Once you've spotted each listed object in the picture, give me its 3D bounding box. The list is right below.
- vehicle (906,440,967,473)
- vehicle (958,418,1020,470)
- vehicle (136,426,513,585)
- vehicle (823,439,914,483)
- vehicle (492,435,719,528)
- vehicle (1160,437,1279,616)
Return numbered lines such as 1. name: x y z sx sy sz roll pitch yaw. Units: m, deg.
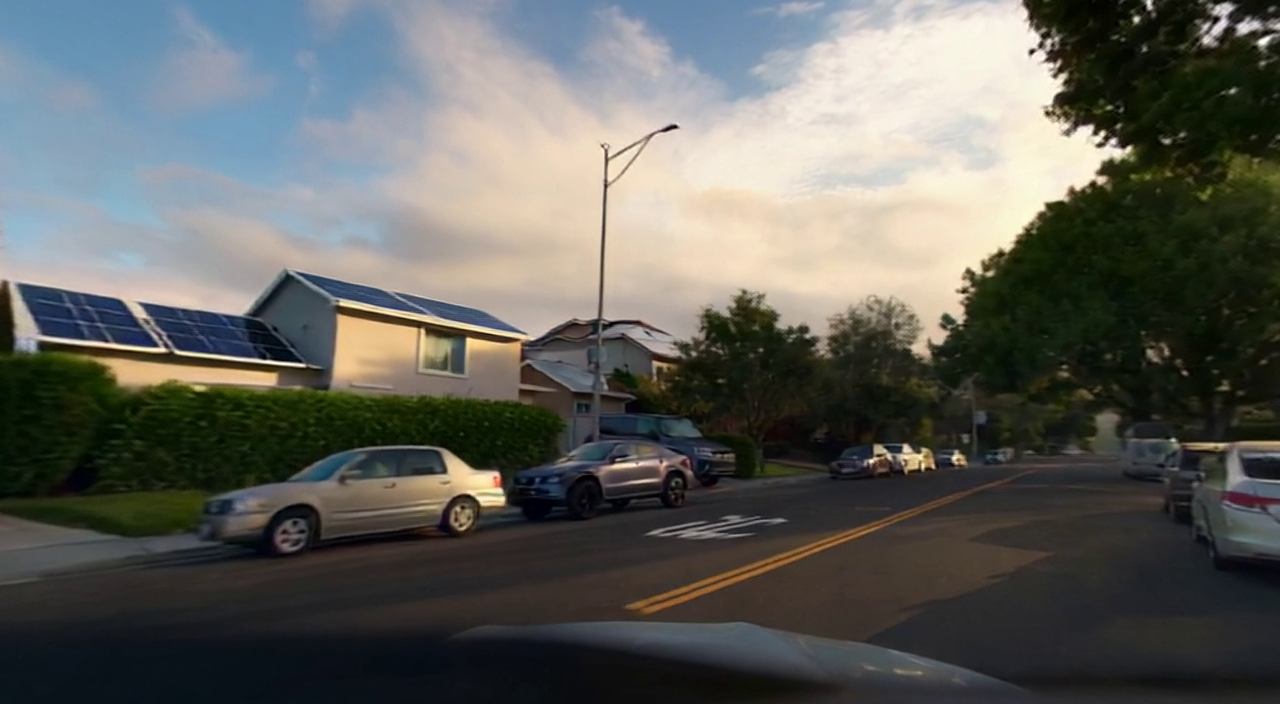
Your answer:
1. vehicle: 15.786 5.582 33.376 1.818 1.563 4.483 -8 -14 37
2. vehicle: 27.184 7.042 48.789 2.896 3.648 8.004 -6 -9 36
3. vehicle: -3.729 1.802 8.092 1.805 1.488 3.838 -7 -12 37
4. vehicle: 9.017 4.221 24.599 1.901 1.472 4.676 -11 -13 35
5. vehicle: -0.467 2.394 12.334 1.848 1.406 4.601 -9 -11 37
6. vehicle: 7.168 1.684 6.906 1.969 1.478 4.632 -6 -9 37
